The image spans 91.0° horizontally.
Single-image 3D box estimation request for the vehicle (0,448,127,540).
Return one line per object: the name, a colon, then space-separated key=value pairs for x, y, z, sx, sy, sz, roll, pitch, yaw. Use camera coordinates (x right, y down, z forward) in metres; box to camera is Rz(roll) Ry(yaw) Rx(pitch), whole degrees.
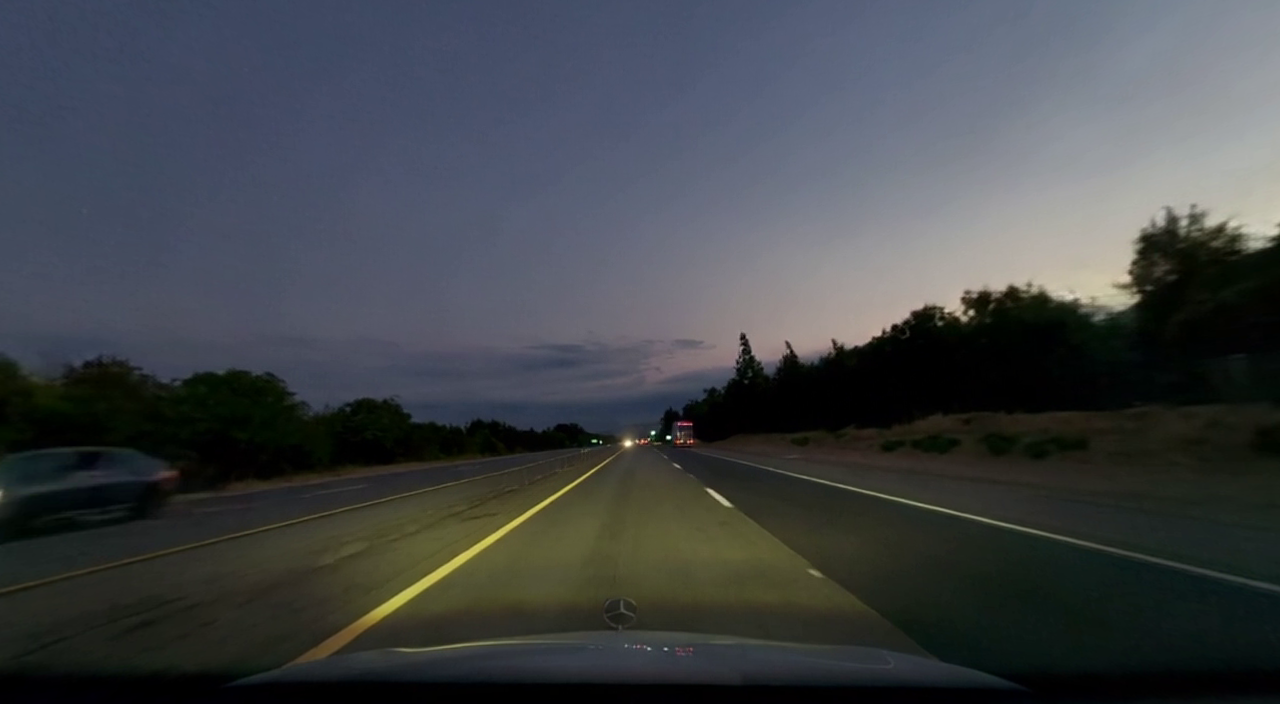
vehicle: x=-11.766 y=2.473 z=10.993 sx=1.874 sy=1.495 sz=4.409 roll=0 pitch=-8 yaw=0
